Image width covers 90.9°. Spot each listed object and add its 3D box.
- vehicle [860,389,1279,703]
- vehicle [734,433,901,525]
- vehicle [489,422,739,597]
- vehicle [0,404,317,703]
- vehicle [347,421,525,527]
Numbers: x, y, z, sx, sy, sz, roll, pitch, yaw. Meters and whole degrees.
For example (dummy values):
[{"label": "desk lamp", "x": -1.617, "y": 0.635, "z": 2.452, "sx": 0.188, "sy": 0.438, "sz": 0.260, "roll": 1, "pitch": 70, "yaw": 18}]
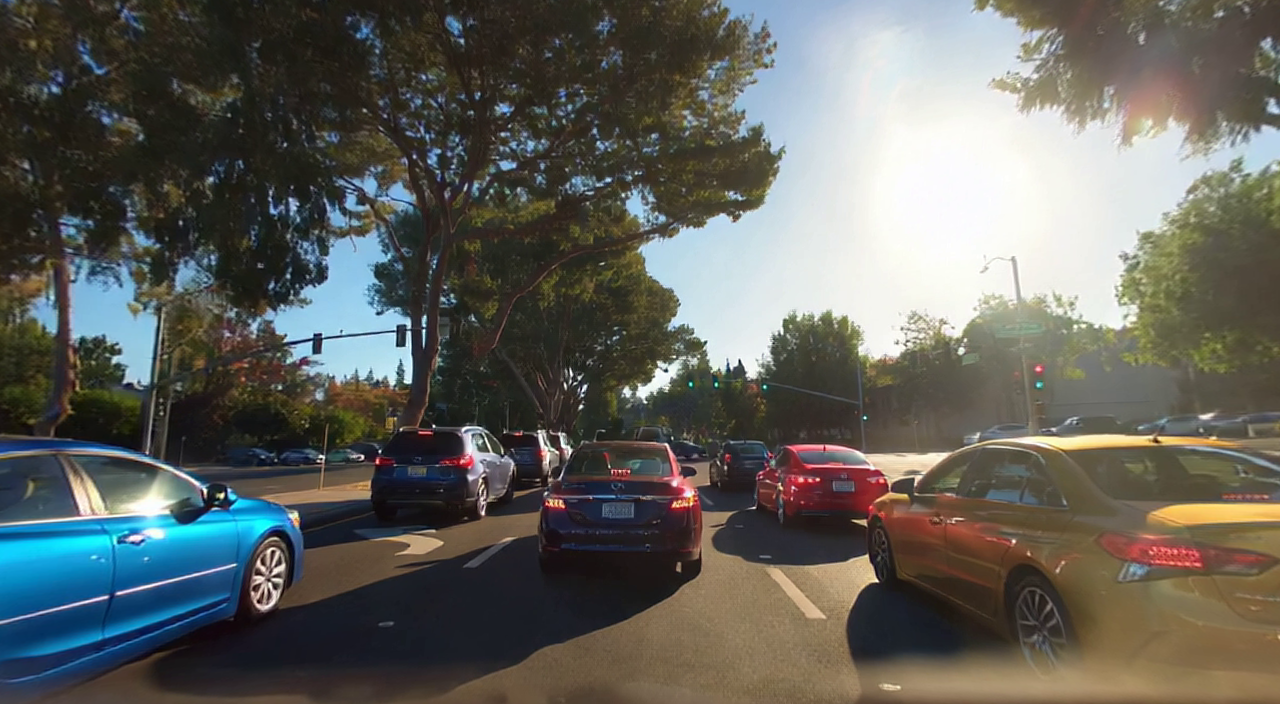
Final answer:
[{"label": "vehicle", "x": 3.132, "y": 1.151, "z": 4.055, "sx": 1.903, "sy": 1.480, "sz": 4.270, "roll": 0, "pitch": -8, "yaw": 0}, {"label": "vehicle", "x": 3.174, "y": 2.336, "z": 12.327, "sx": 1.975, "sy": 1.460, "sz": 4.357, "roll": 0, "pitch": -8, "yaw": 0}, {"label": "vehicle", "x": -0.259, "y": 1.640, "z": 7.403, "sx": 2.147, "sy": 1.479, "sz": 3.803, "roll": 0, "pitch": -8, "yaw": -1}, {"label": "vehicle", "x": -3.654, "y": 1.021, "z": 2.995, "sx": 1.935, "sy": 1.482, "sz": 4.433, "roll": 0, "pitch": -8, "yaw": -1}, {"label": "vehicle", "x": -3.731, "y": 2.313, "z": 12.478, "sx": 1.961, "sy": 1.714, "sz": 4.268, "roll": 0, "pitch": -8, "yaw": 2}]
